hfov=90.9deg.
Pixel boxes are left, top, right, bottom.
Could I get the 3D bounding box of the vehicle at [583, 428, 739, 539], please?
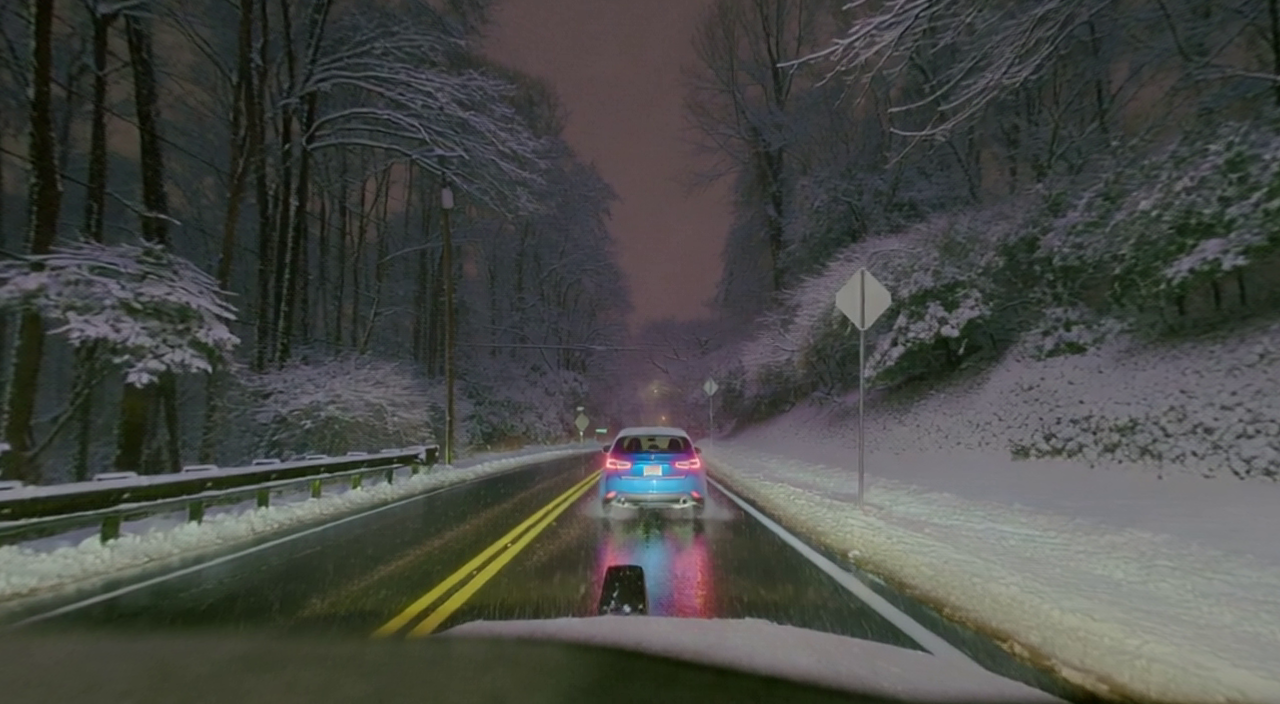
[{"bbox_3d":[0.306,2.124,10.766,2.187,1.533,3.726,0,-8,1],"label":"vehicle"}]
